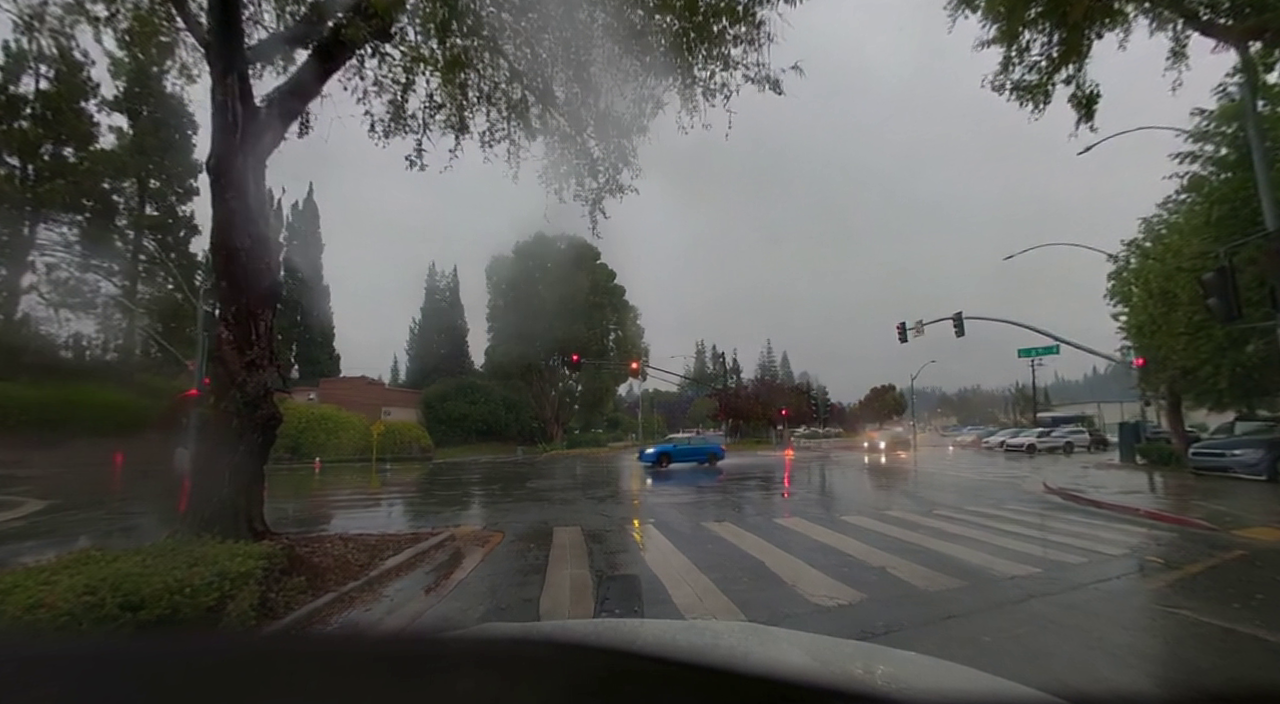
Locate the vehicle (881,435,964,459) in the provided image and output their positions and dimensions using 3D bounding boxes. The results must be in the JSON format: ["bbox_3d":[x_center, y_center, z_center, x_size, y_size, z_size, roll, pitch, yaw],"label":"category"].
[{"bbox_3d":[18.713,6.277,41.791,5.234,1.549,1.982,4,-9,-24],"label":"vehicle"}]

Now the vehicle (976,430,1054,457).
[{"bbox_3d":[26.942,6.581,45.428,5.032,1.828,2.183,4,-9,-24],"label":"vehicle"}]

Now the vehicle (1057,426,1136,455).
[{"bbox_3d":[36.084,7.025,49.905,6.148,2.119,2.473,4,-10,-28],"label":"vehicle"}]

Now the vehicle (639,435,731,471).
[{"bbox_3d":[2.020,4.498,28.198,3.896,1.500,1.740,6,-11,-37],"label":"vehicle"}]
